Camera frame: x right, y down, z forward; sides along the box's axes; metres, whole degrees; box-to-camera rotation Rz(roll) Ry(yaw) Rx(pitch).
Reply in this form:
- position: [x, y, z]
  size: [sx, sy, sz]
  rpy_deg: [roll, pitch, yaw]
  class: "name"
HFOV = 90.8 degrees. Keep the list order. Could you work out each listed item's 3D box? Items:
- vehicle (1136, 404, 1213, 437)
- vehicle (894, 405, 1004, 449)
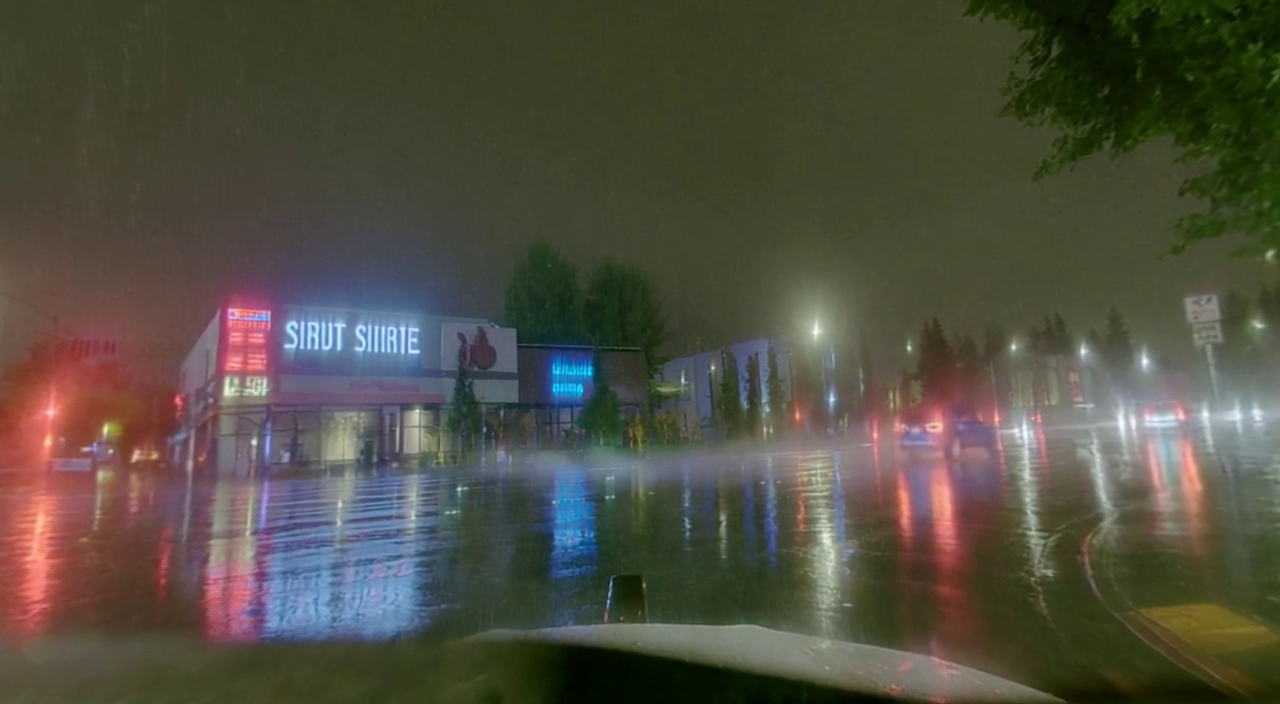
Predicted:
- position: [29.447, 3.812, 34.771]
  size: [4.377, 1.624, 1.953]
  rpy_deg: [5, -10, -33]
  class: "vehicle"
- position: [13.643, 3.370, 27.836]
  size: [4.689, 1.758, 2.146]
  rpy_deg: [5, -10, -33]
  class: "vehicle"
